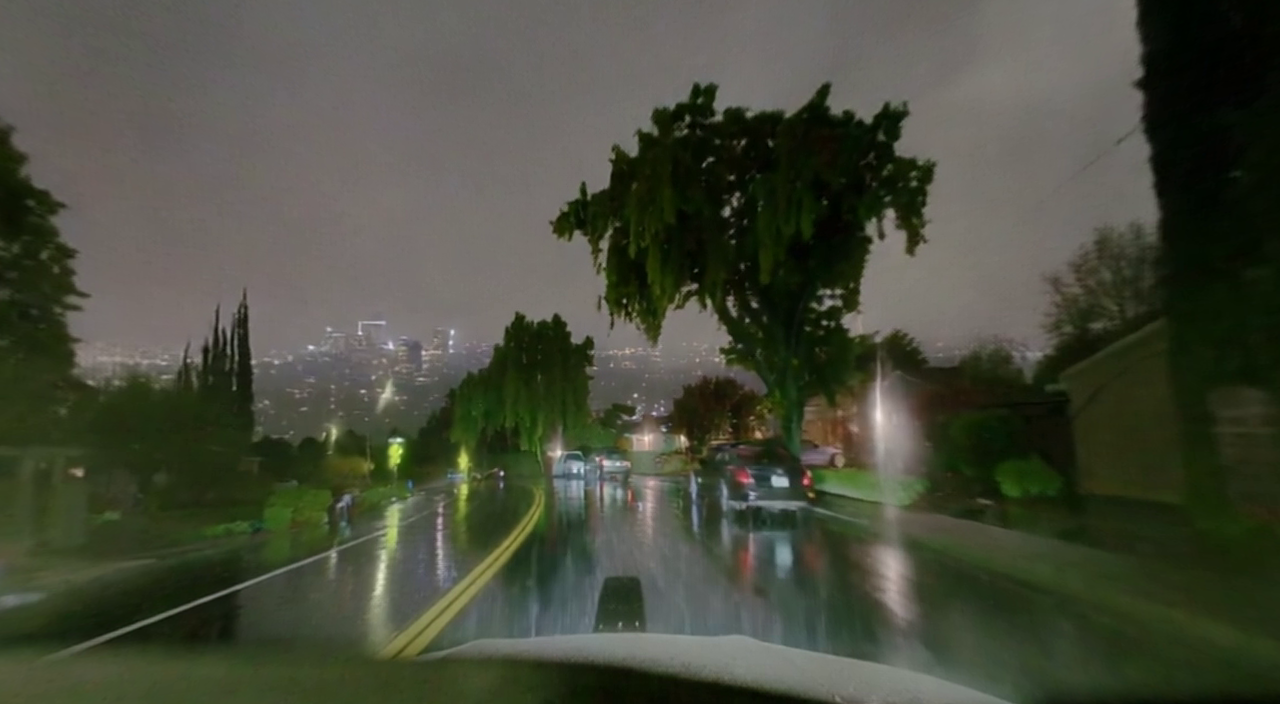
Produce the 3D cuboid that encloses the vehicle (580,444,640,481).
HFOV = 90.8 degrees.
[{"bbox_3d":[-1.600,5.458,31.589,1.965,1.663,4.744,2,-9,-16],"label":"vehicle"}]

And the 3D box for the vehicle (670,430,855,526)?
[{"bbox_3d":[2.126,2.416,12.816,2.181,1.494,5.023,0,-8,-7],"label":"vehicle"}]

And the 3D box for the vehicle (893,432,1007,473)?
[{"bbox_3d":[12.119,3.869,24.642,4.253,1.458,1.900,4,-10,-32],"label":"vehicle"}]

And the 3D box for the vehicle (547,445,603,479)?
[{"bbox_3d":[-4.077,6.692,38.713,2.180,1.849,5.423,2,-9,-19],"label":"vehicle"}]
